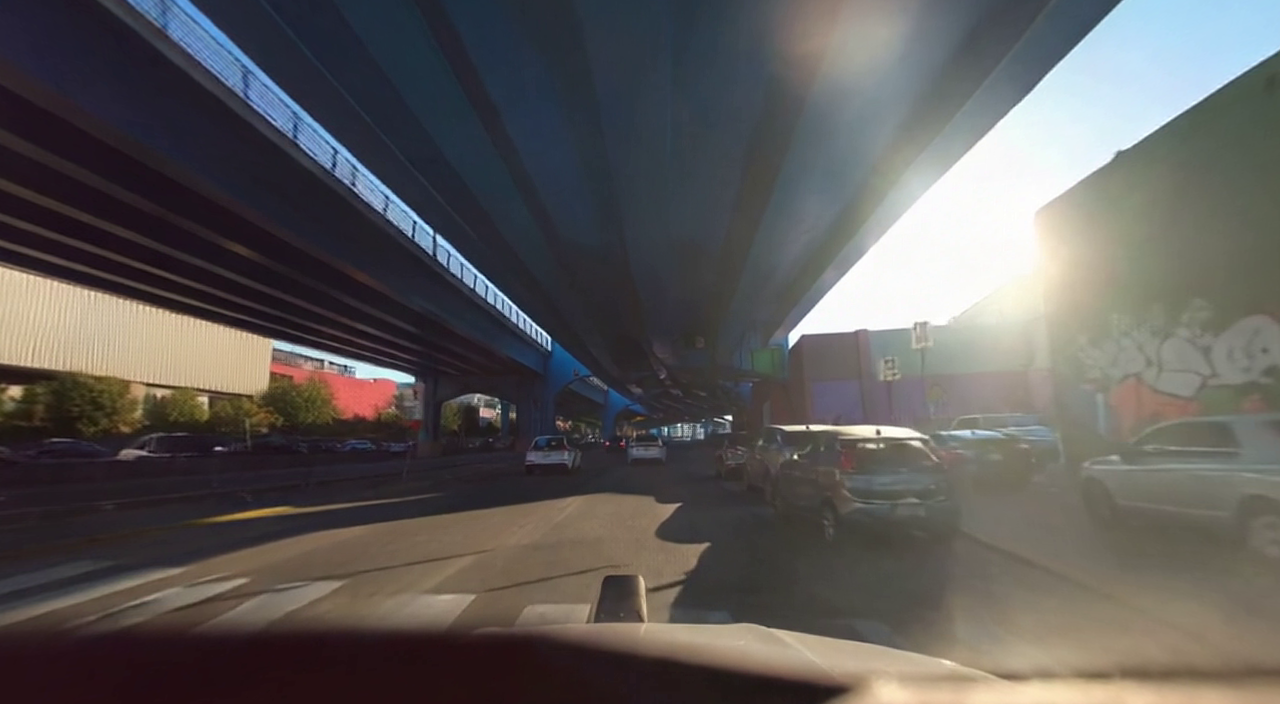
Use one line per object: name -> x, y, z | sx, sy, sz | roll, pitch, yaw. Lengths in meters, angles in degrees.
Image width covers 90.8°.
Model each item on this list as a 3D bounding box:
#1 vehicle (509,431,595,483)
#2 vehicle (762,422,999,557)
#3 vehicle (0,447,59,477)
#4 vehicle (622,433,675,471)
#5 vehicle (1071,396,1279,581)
vehicle -> -2.762, 3.421, 20.905 | 2.024, 1.533, 4.549 | 0, -8, 2
vehicle -> 3.245, 1.897, 9.550 | 1.983, 1.589, 4.010 | 0, -8, 0
vehicle -> -33.688, 5.809, 33.355 | 4.152, 1.520, 1.914 | 9, -12, -39
vehicle -> 0.402, 4.403, 28.030 | 2.155, 1.571, 3.734 | 0, -8, 2
vehicle -> 7.616, 1.532, 7.385 | 2.275, 1.834, 4.294 | 1, -7, 3
